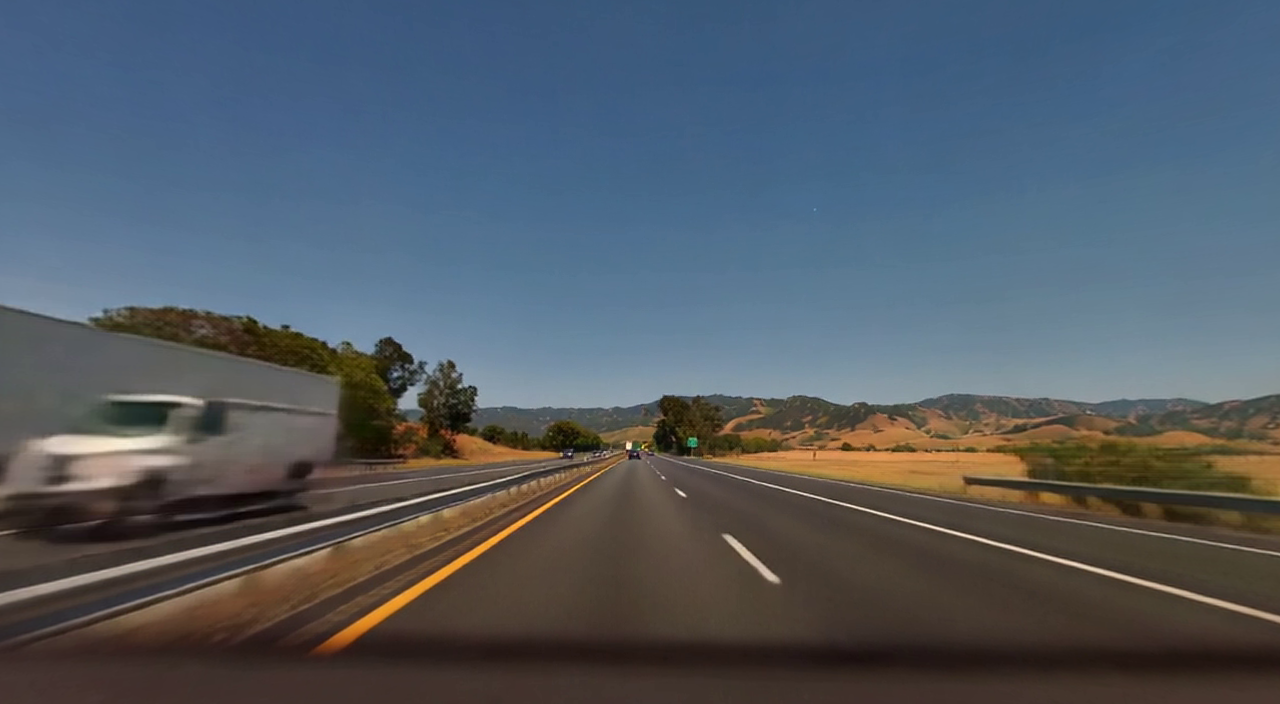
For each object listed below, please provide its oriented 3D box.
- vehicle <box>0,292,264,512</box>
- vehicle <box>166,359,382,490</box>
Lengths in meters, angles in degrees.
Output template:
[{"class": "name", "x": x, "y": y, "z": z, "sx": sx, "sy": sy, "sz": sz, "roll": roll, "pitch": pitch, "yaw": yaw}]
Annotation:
[{"class": "vehicle", "x": -12.459, "y": 1.216, "z": 13.134, "sx": 2.962, "sy": 3.737, "sz": 10.070, "roll": 0, "pitch": -9, "yaw": 0}, {"class": "vehicle", "x": -12.520, "y": 2.761, "z": 22.835, "sx": 2.842, "sy": 3.889, "sz": 8.008, "roll": 0, "pitch": -9, "yaw": 0}]
